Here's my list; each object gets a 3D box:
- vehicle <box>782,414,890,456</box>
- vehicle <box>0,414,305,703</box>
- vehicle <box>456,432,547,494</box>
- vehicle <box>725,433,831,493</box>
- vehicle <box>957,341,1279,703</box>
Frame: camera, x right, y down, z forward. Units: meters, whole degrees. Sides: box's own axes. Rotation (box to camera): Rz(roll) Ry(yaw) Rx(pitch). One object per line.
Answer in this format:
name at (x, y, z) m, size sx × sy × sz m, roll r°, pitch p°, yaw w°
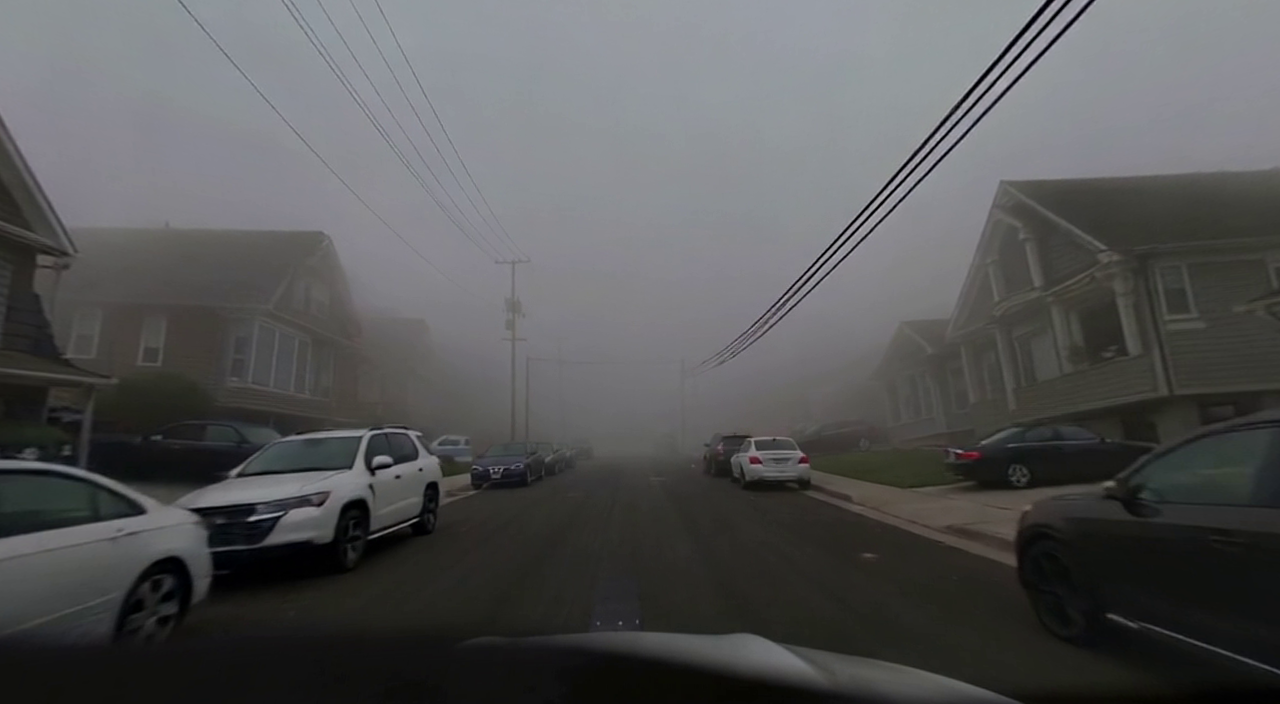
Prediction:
vehicle at (8.741, 3.765, 28.488) m, size 4.170 × 1.811 × 1.978 m, roll 0°, pitch -9°, yaw -1°
vehicle at (-3.823, 1.088, 3.182) m, size 2.024 × 1.460 × 4.600 m, roll 0°, pitch -9°, yaw -4°
vehicle at (-4.386, 3.663, 20.793) m, size 2.031 × 1.708 × 4.746 m, roll -2°, pitch -10°, yaw -1°
vehicle at (3.600, 2.995, 17.355) m, size 2.083 × 1.407 × 4.506 m, roll -1°, pitch -9°, yaw 3°
vehicle at (3.696, 0.838, 2.719) m, size 2.025 × 1.741 × 4.748 m, roll 0°, pitch -9°, yaw -2°
